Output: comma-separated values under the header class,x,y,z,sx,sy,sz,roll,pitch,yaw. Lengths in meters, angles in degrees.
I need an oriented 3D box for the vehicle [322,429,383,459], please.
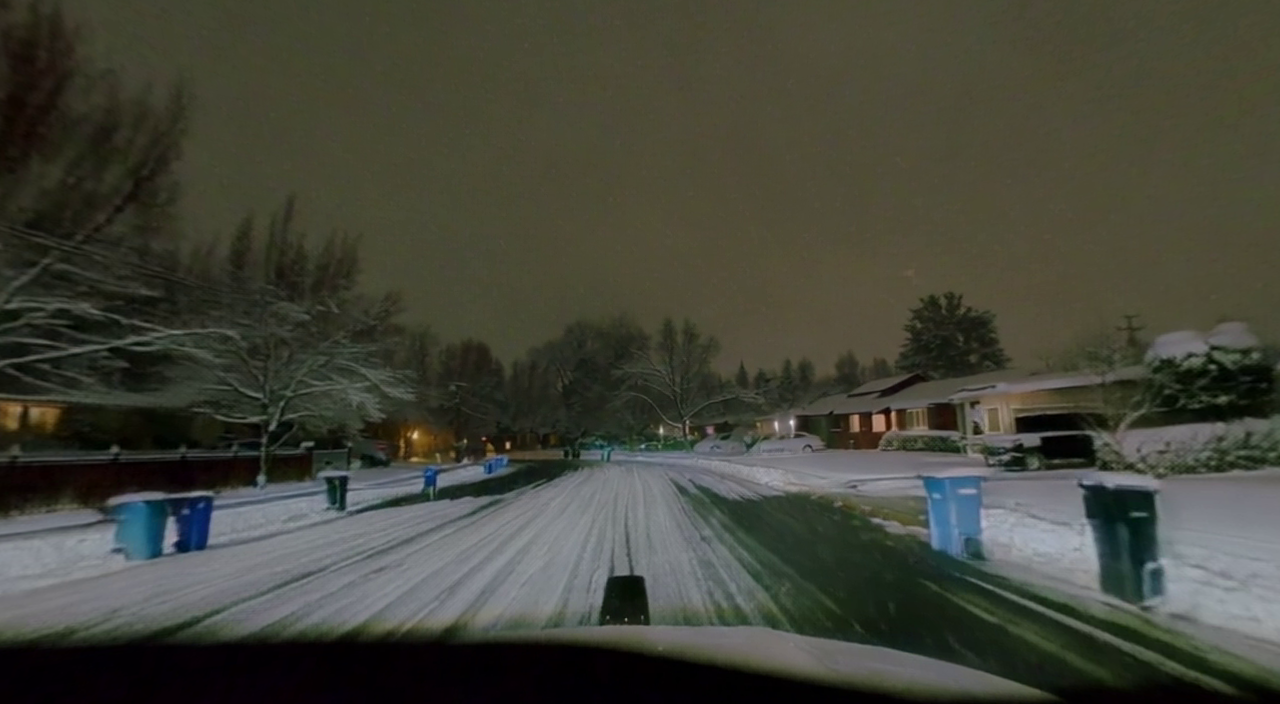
class,x,y,z,sx,sy,sz,roll,pitch,yaw
vehicle,-19.456,6.282,42.910,2.407,1.912,5.091,1,-8,-9
